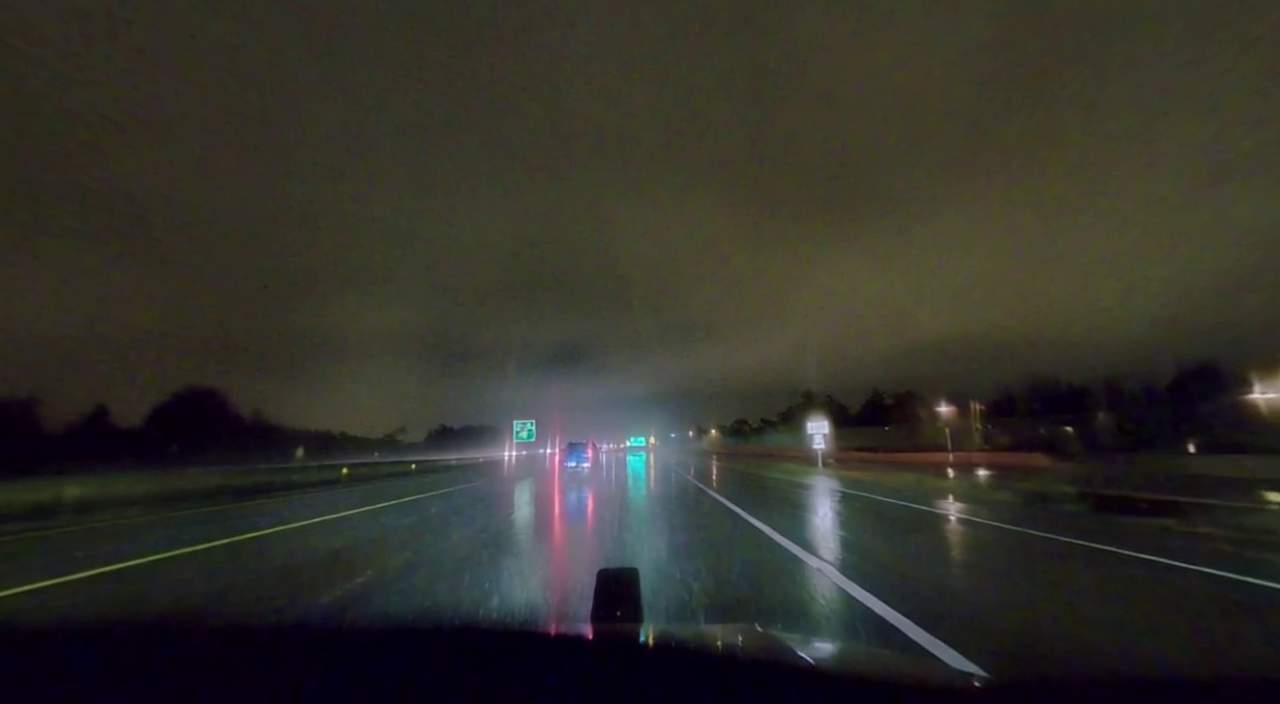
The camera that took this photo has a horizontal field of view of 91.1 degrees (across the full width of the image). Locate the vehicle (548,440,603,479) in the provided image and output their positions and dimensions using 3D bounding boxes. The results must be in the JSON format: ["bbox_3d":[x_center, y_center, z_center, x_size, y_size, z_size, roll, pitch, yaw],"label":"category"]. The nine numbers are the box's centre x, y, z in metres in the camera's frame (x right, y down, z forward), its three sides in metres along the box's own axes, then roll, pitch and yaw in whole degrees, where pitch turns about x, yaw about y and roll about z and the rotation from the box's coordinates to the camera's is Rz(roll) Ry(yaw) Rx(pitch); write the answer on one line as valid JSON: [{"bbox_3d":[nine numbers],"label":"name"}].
[{"bbox_3d":[-3.030,5.190,30.574,2.152,1.717,4.423,0,-9,1],"label":"vehicle"}]
